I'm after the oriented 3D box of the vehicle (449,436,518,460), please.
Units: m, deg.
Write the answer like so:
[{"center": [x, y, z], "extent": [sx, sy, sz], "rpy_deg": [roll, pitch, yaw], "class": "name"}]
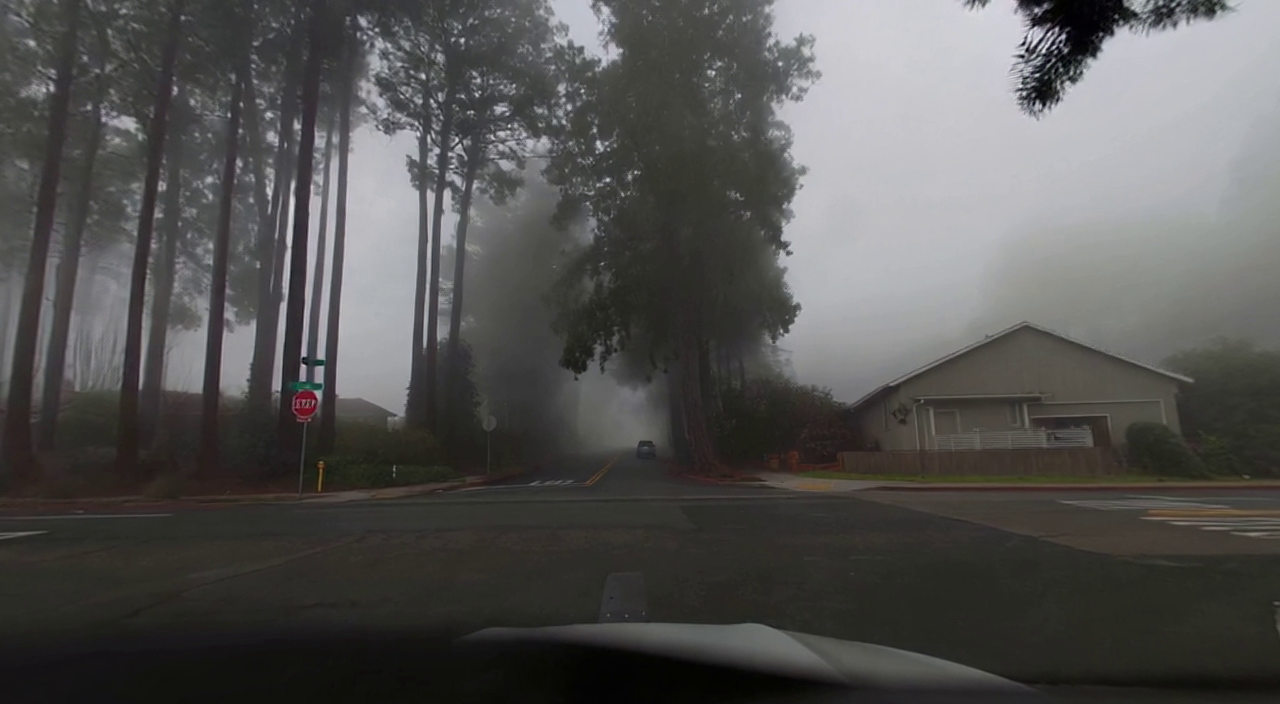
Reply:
[{"center": [-11.670, 7.194, 47.251], "extent": [4.622, 1.782, 1.836], "rpy_deg": [0, -8, 1], "class": "vehicle"}]
